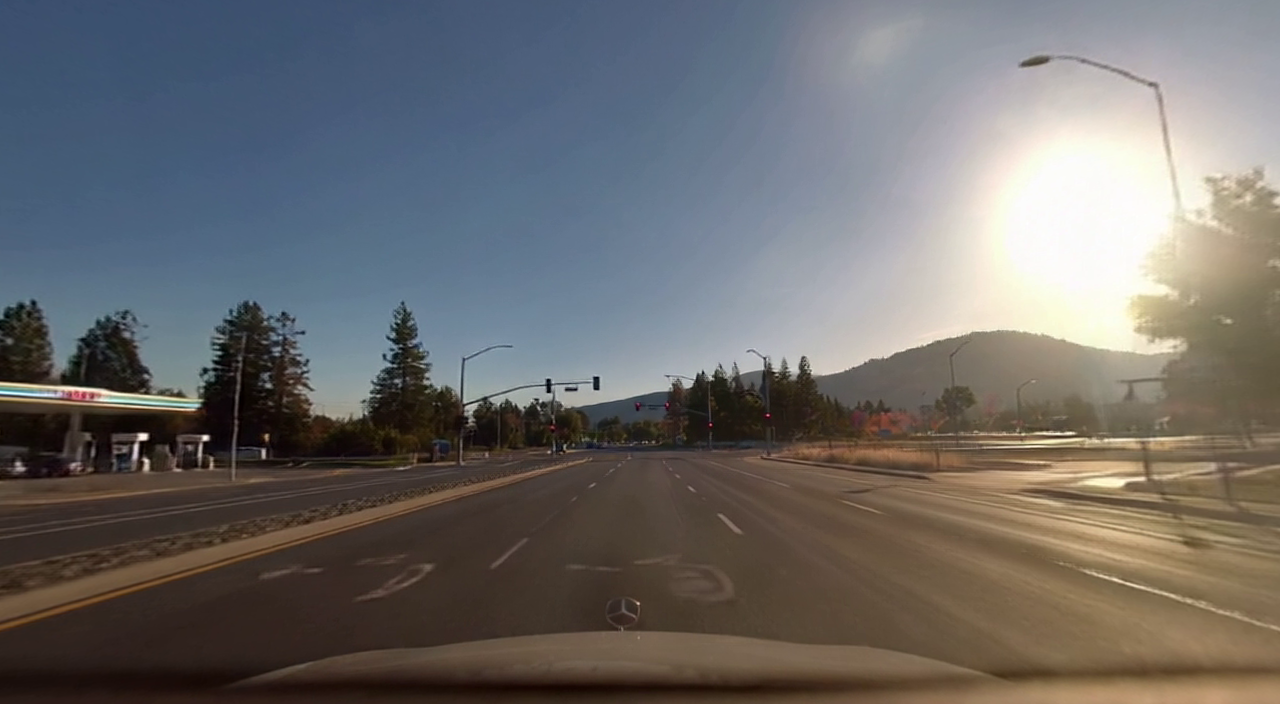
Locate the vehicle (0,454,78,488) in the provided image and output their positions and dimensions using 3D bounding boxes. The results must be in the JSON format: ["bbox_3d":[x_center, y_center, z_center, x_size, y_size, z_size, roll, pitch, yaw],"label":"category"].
[{"bbox_3d":[-34.493,6.568,34.924,1.992,1.721,4.570,-7,-11,39],"label":"vehicle"}]
